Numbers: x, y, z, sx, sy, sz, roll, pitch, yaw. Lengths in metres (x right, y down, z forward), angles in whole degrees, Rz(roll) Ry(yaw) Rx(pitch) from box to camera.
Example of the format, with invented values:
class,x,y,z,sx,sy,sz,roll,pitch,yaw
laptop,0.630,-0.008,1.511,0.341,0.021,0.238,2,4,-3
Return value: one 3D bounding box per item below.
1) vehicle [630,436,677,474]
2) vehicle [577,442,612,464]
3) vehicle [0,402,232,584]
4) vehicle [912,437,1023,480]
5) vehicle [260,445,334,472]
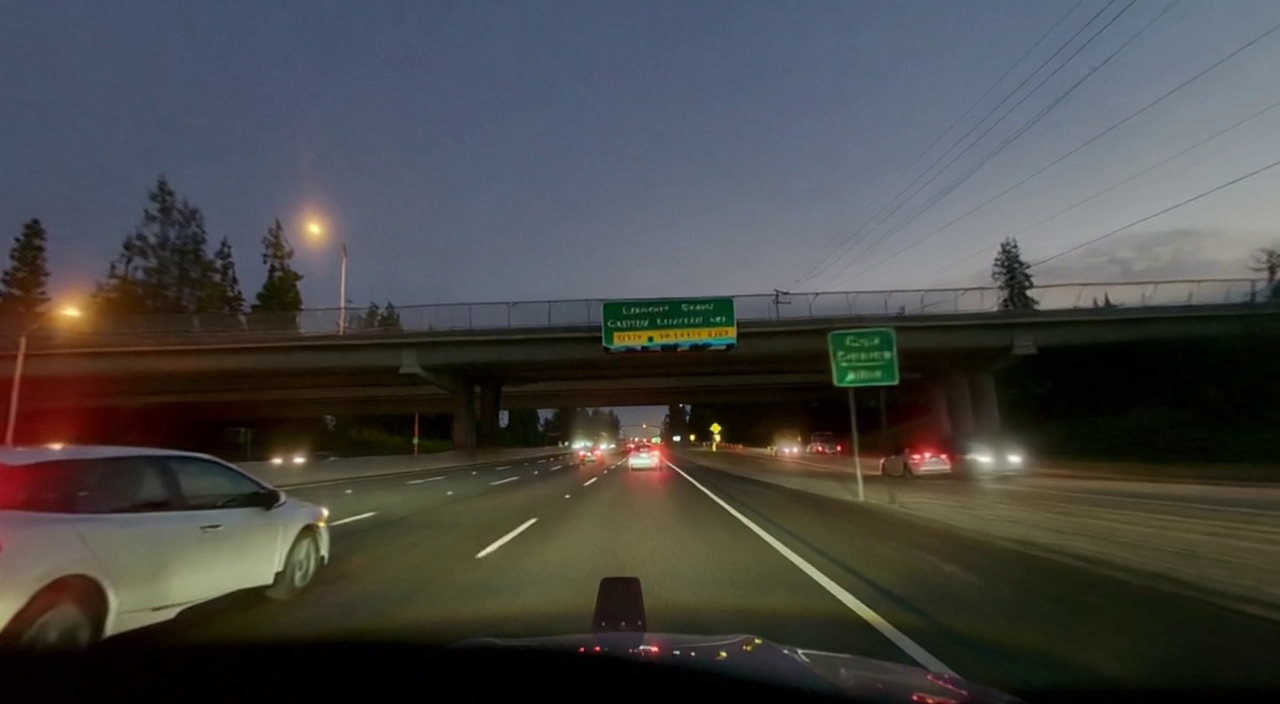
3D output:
class,x,y,z,sx,sy,sz,roll,pitch,yaw
vehicle,0.606,5.019,31.007,2.152,1.697,4.066,0,-8,0
vehicle,-3.182,7.145,44.701,2.056,1.464,4.564,0,-8,1
vehicle,-7.314,1.531,7.223,2.090,1.765,4.612,0,-8,1
vehicle,13.790,4.484,26.891,2.009,1.675,4.196,1,-8,-8
vehicle,-20.711,6.423,38.279,1.896,1.547,4.498,0,-8,1
